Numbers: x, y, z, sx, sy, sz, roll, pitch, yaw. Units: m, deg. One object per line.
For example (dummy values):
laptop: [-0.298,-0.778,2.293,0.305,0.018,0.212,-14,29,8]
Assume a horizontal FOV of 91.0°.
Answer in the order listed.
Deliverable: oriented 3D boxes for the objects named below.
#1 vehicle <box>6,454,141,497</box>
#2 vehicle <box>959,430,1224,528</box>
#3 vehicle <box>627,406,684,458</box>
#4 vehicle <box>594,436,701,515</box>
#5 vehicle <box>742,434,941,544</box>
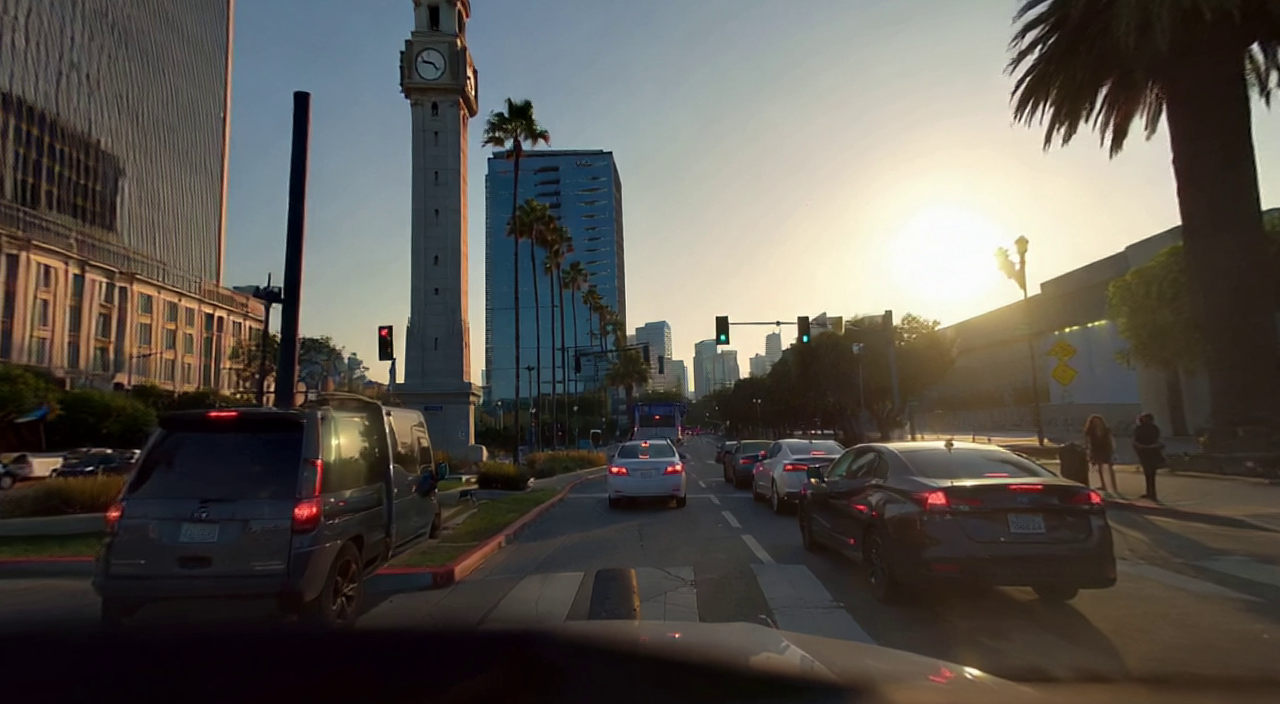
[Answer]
vehicle: [-26.705,5.779,29.951,2.105,1.793,4.812,0,-9,-4]
vehicle: [8.182,2.318,12.049,1.859,1.508,4.259,0,-9,-1]
vehicle: [0.817,3.750,28.920,2.230,2.158,5.498,-1,-9,5]
vehicle: [0.169,2.655,13.952,2.048,1.503,3.681,0,-9,1]
vehicle: [3.108,2.206,10.841,1.913,1.469,4.425,0,-9,-1]
